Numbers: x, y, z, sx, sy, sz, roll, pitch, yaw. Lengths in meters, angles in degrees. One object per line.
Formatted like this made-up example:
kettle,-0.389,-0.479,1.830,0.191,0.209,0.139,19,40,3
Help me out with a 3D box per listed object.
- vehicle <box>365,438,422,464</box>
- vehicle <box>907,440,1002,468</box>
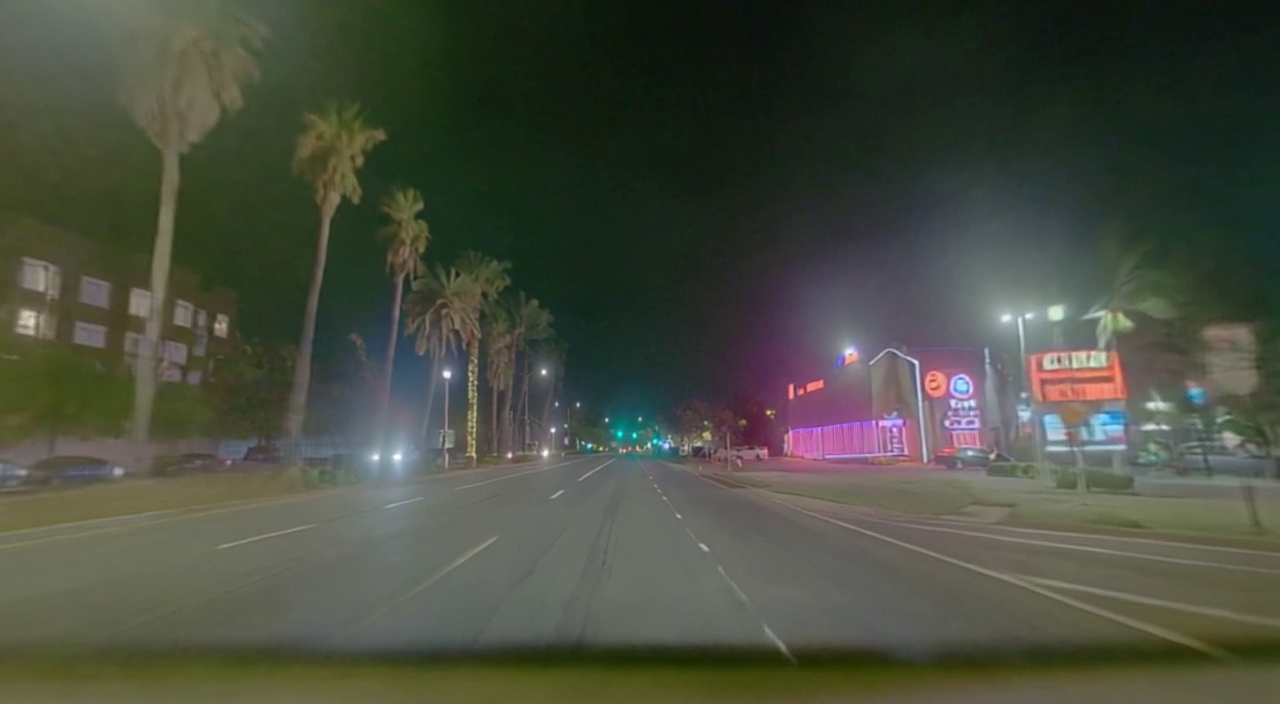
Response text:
vehicle,-16.850,6.825,43.467,2.013,1.658,4.697,0,-9,-1
vehicle,19.064,6.196,38.447,4.552,1.649,2.187,0,-9,-4
